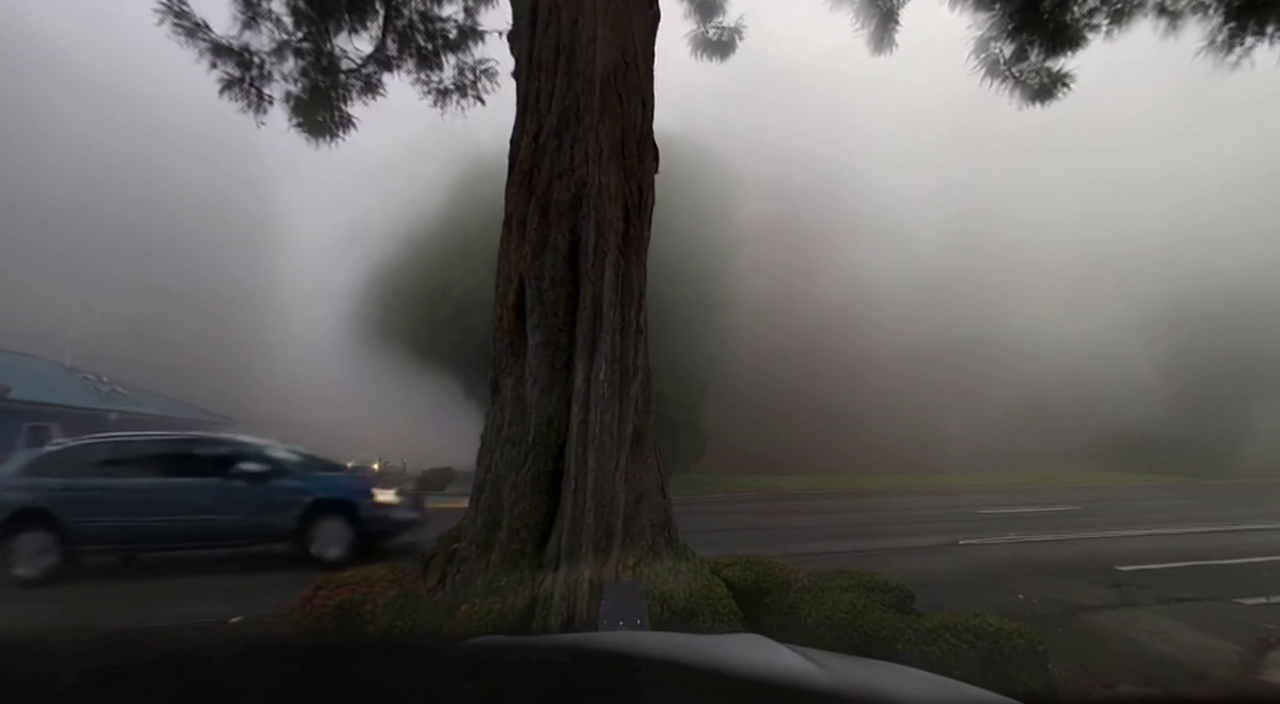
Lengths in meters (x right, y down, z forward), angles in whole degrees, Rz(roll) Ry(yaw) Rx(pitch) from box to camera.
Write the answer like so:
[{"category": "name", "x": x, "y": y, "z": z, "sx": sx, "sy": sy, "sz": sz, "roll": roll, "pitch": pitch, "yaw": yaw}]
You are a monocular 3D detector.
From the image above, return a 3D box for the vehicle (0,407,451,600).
[{"category": "vehicle", "x": -4.580, "y": 1.551, "z": 7.053, "sx": 4.557, "sy": 1.677, "sz": 2.337, "roll": 2, "pitch": -9, "yaw": -13}]
